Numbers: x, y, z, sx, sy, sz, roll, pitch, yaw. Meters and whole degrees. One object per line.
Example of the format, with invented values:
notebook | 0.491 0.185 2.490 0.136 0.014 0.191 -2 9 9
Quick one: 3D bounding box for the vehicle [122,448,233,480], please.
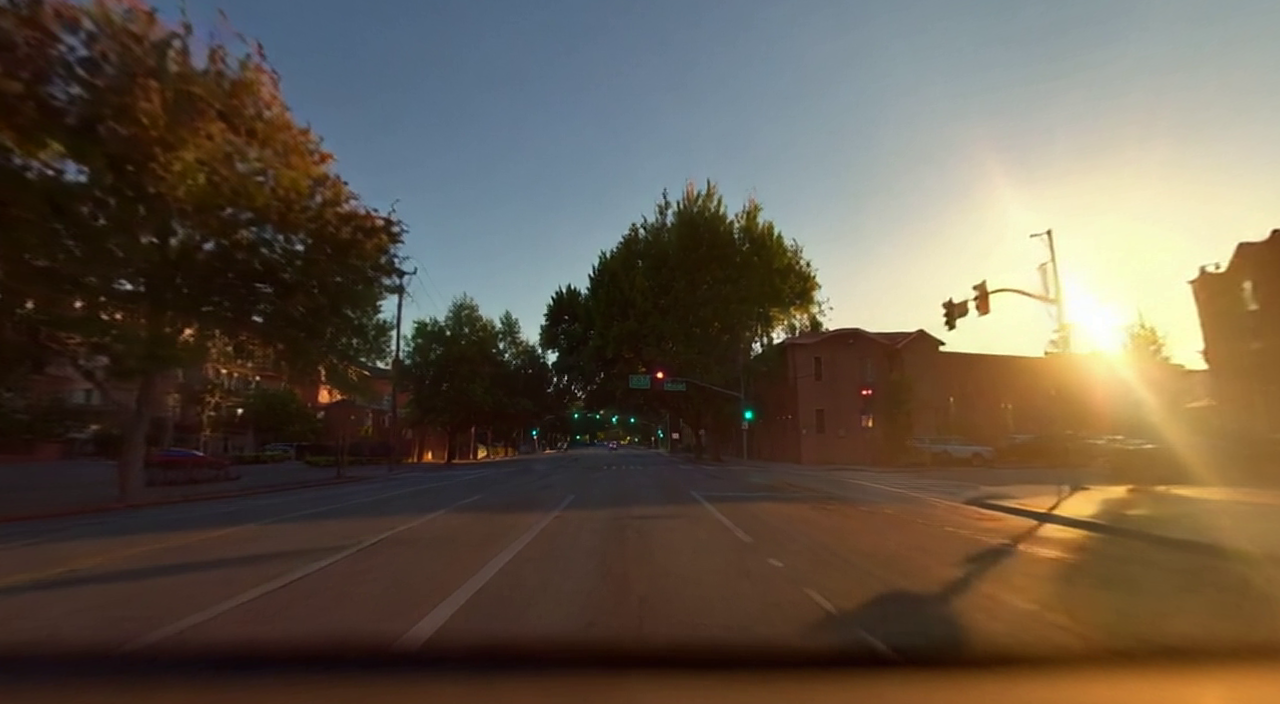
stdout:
vehicle | -26.254 6.382 36.042 4.577 1.584 2.000 3 -7 -7
